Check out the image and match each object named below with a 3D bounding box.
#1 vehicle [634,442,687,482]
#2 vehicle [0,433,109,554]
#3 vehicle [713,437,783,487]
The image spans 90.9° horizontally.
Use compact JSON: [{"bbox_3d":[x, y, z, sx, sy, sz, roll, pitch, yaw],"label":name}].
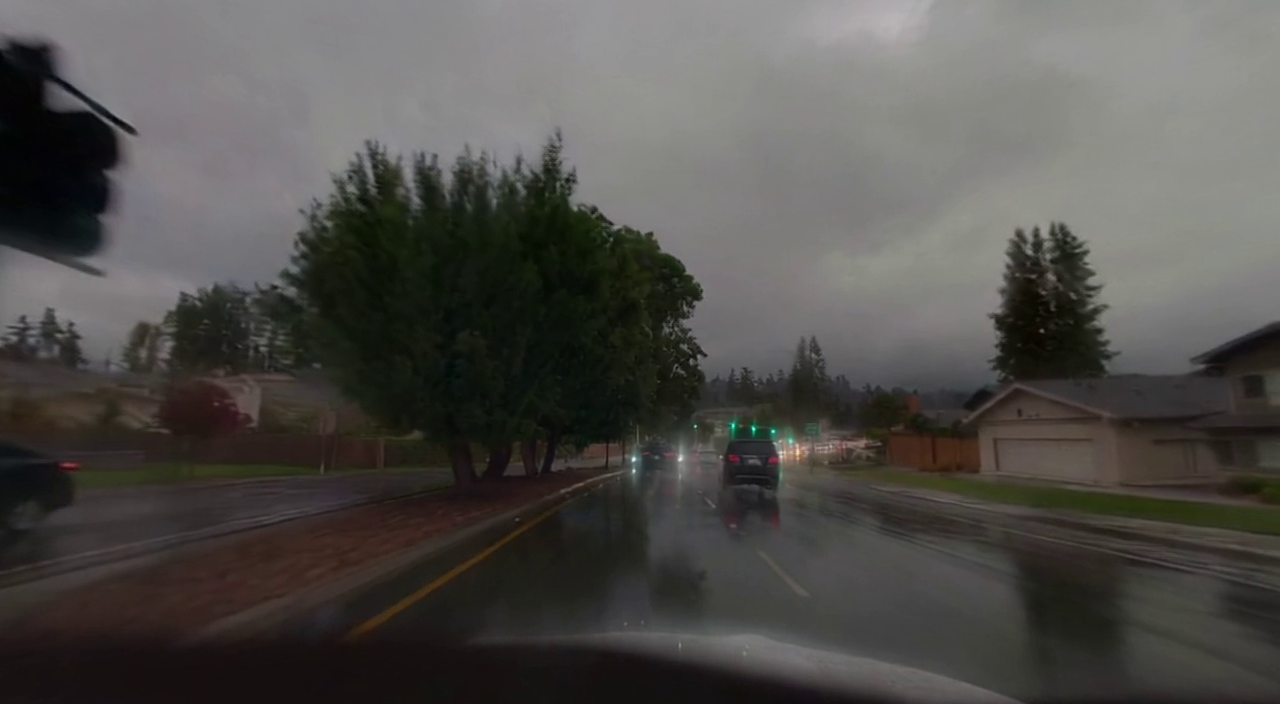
[{"bbox_3d":[1.078,5.333,30.865,2.185,1.822,4.391,-1,-8,7],"label":"vehicle"},{"bbox_3d":[-9.123,1.675,7.144,1.991,1.503,4.688,-1,-8,3],"label":"vehicle"},{"bbox_3d":[4.201,4.329,25.183,2.166,1.799,4.372,-1,-8,2],"label":"vehicle"}]
